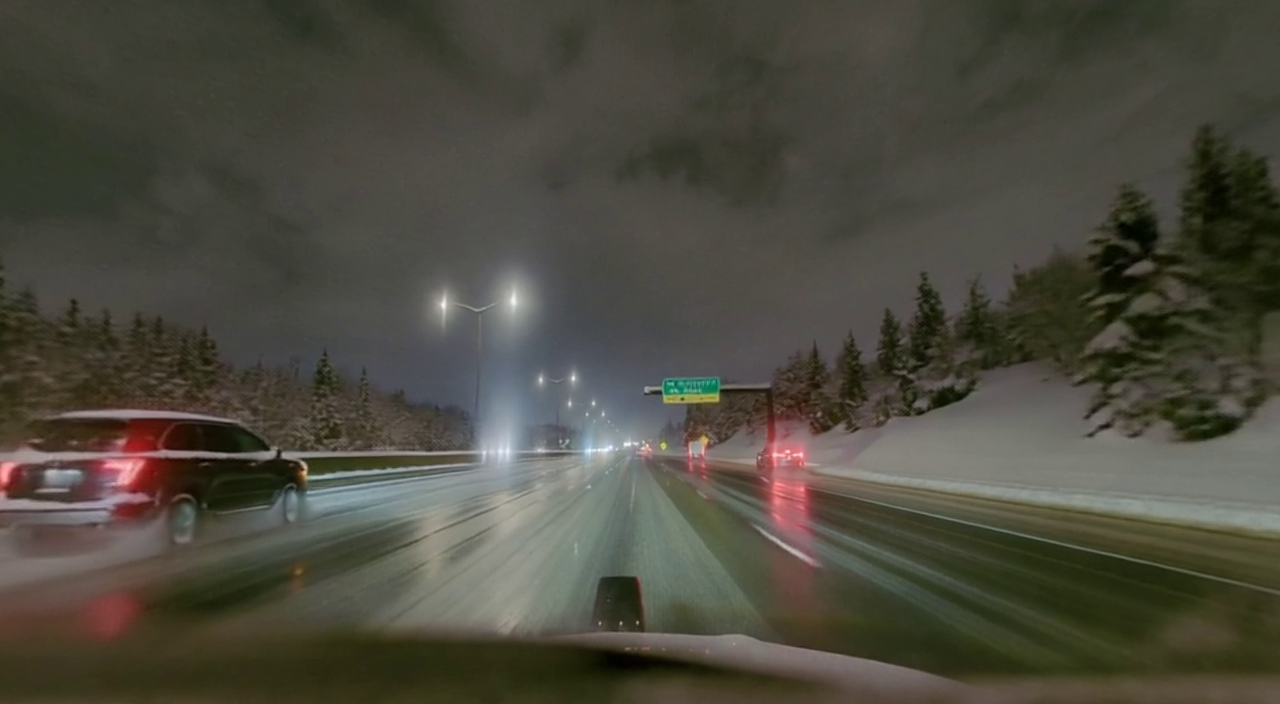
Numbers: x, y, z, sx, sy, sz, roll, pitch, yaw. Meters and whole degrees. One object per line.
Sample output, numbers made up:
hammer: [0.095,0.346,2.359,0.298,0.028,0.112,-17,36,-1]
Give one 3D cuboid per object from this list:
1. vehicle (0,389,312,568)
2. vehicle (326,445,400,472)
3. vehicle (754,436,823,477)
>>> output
vehicle: [-7.692,1.816,9.724,2.431,2.005,5.166,0,-9,0]
vehicle: [-18.731,7.231,42.972,2.294,1.719,5.798,0,-9,1]
vehicle: [7.000,4.995,30.253,2.167,1.781,4.340,0,-9,-1]
